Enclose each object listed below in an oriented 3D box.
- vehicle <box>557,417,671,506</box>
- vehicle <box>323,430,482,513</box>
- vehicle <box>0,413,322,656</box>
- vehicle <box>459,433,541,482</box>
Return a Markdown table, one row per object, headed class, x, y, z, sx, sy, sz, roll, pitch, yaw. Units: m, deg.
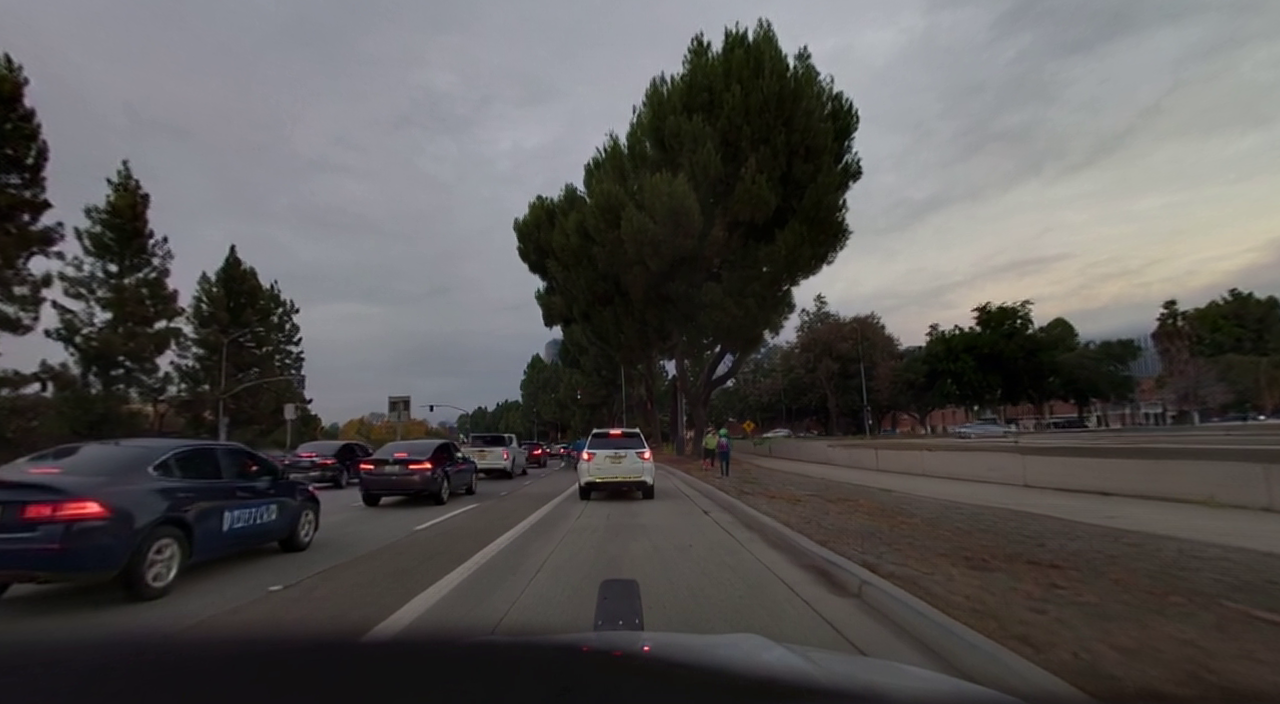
| class | x | y | z | sx | sy | sz | roll | pitch | yaw |
| --- | --- | --- | --- | --- | --- | --- | --- | --- | --- |
| vehicle | -0.601 | 2.591 | 15.300 | 2.368 | 1.829 | 4.293 | 0 | -9 | -2 |
| vehicle | -5.435 | 2.787 | 15.228 | 2.010 | 1.674 | 4.484 | 0 | -9 | 1 |
| vehicle | -5.305 | 1.535 | 6.354 | 2.069 | 1.616 | 4.108 | 0 | -9 | 0 |
| vehicle | -5.449 | 4.169 | 25.220 | 2.188 | 1.774 | 4.477 | 0 | -8 | 1 |
